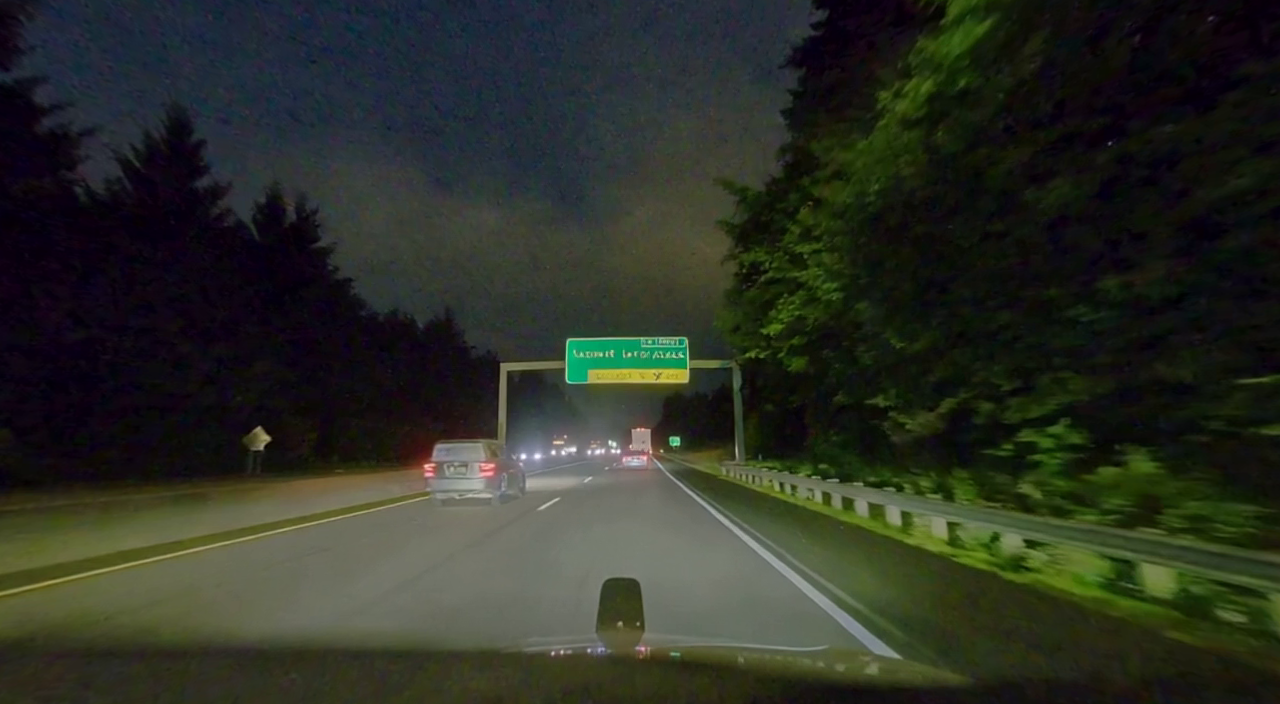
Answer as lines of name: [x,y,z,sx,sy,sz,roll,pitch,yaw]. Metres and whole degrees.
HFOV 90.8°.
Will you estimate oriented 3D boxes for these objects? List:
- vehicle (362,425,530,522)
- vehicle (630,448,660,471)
vehicle: [-3.913,2.562,13.792,2.097,1.722,4.808,0,-9,0]
vehicle: [0.290,7.085,41.572,1.853,1.436,3.438,0,-9,-1]
